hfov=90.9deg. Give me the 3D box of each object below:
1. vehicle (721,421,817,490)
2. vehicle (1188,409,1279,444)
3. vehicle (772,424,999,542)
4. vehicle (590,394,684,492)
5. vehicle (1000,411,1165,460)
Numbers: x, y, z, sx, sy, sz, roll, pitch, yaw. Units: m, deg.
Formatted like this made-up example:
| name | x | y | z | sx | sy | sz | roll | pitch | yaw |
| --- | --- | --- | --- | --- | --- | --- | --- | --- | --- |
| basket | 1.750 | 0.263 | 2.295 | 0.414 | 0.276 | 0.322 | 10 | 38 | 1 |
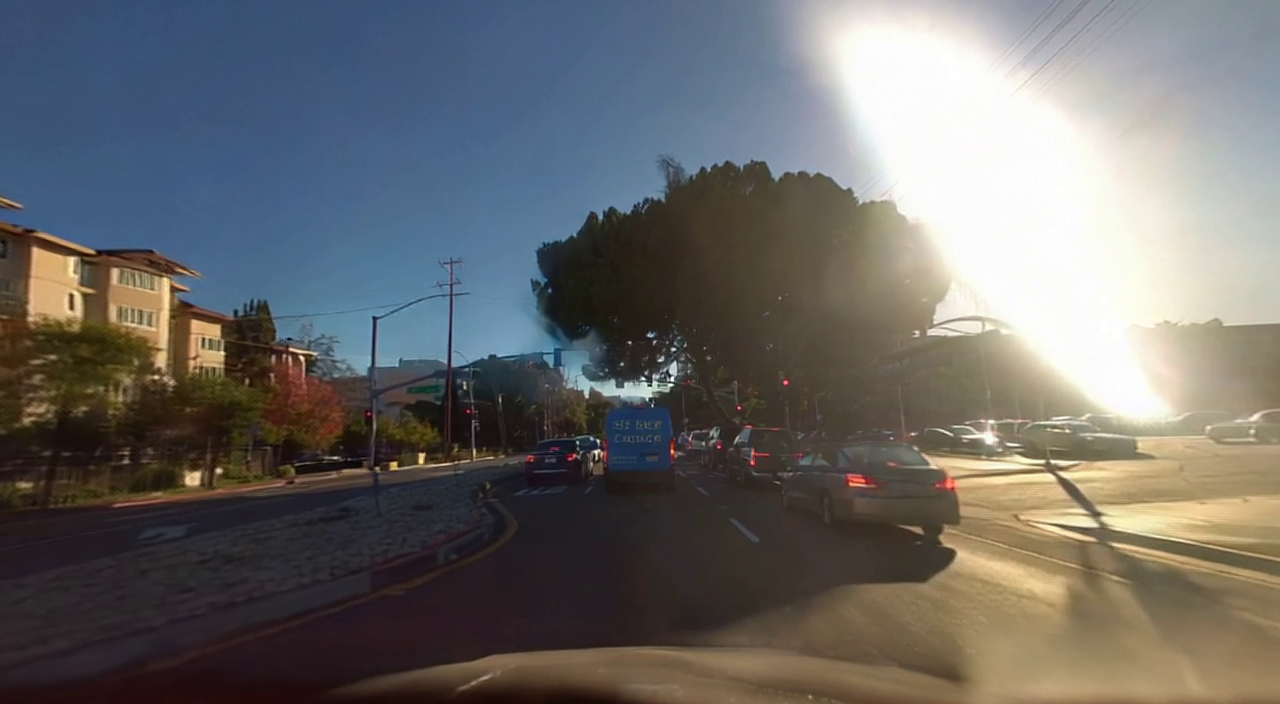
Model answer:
| name | x | y | z | sx | sy | sz | roll | pitch | yaw |
| --- | --- | --- | --- | --- | --- | --- | --- | --- | --- |
| vehicle | 3.647 | 3.017 | 18.634 | 1.965 | 1.771 | 4.295 | 0 | -8 | 1 |
| vehicle | 31.637 | 3.925 | 33.111 | 4.153 | 1.764 | 1.858 | 1 | -8 | -8 |
| vehicle | 3.605 | 2.012 | 10.367 | 1.951 | 1.483 | 4.582 | 0 | -8 | 1 |
| vehicle | 0.051 | 2.706 | 18.735 | 2.422 | 2.488 | 4.992 | -1 | -8 | 3 |
| vehicle | 17.097 | 3.266 | 24.567 | 4.842 | 1.792 | 1.963 | 0 | -8 | 2 |
